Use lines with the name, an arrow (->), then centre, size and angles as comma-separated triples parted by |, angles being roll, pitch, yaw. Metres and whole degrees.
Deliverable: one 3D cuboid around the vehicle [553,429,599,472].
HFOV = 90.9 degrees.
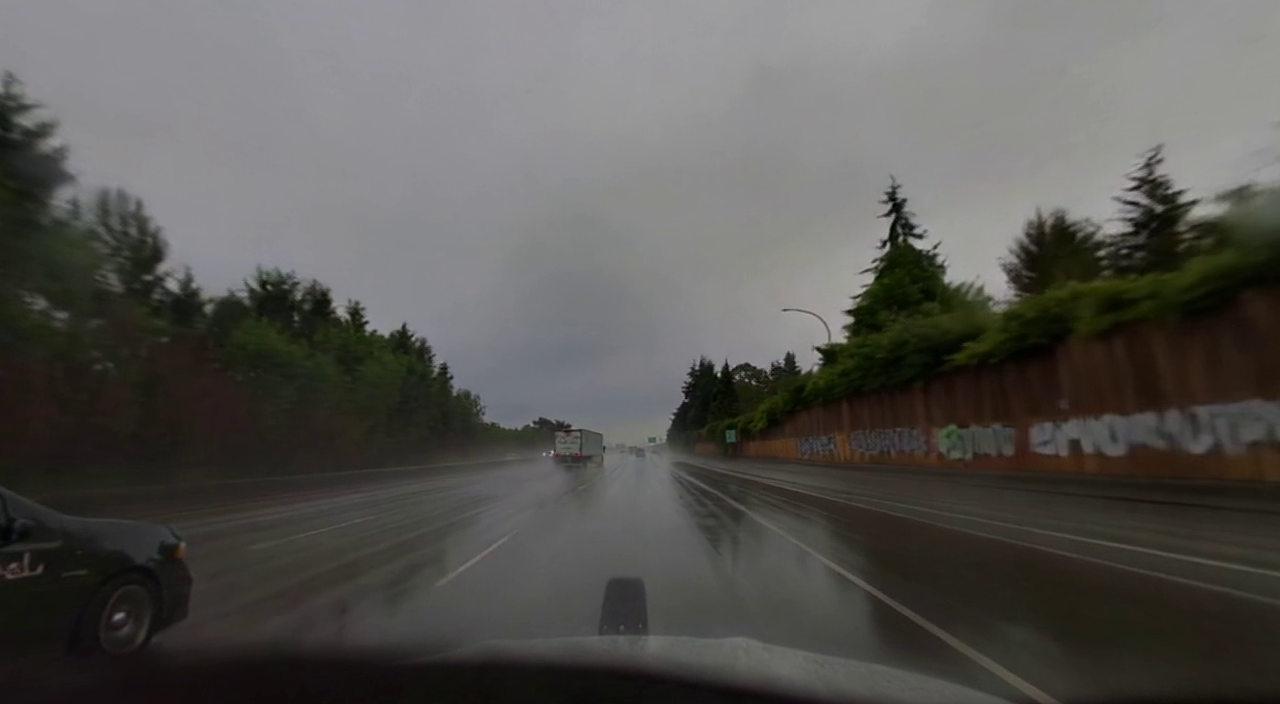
vehicle -> -3.950, 6.232, 39.853 | 2.305, 2.517, 5.486 | 0, -9, 0
